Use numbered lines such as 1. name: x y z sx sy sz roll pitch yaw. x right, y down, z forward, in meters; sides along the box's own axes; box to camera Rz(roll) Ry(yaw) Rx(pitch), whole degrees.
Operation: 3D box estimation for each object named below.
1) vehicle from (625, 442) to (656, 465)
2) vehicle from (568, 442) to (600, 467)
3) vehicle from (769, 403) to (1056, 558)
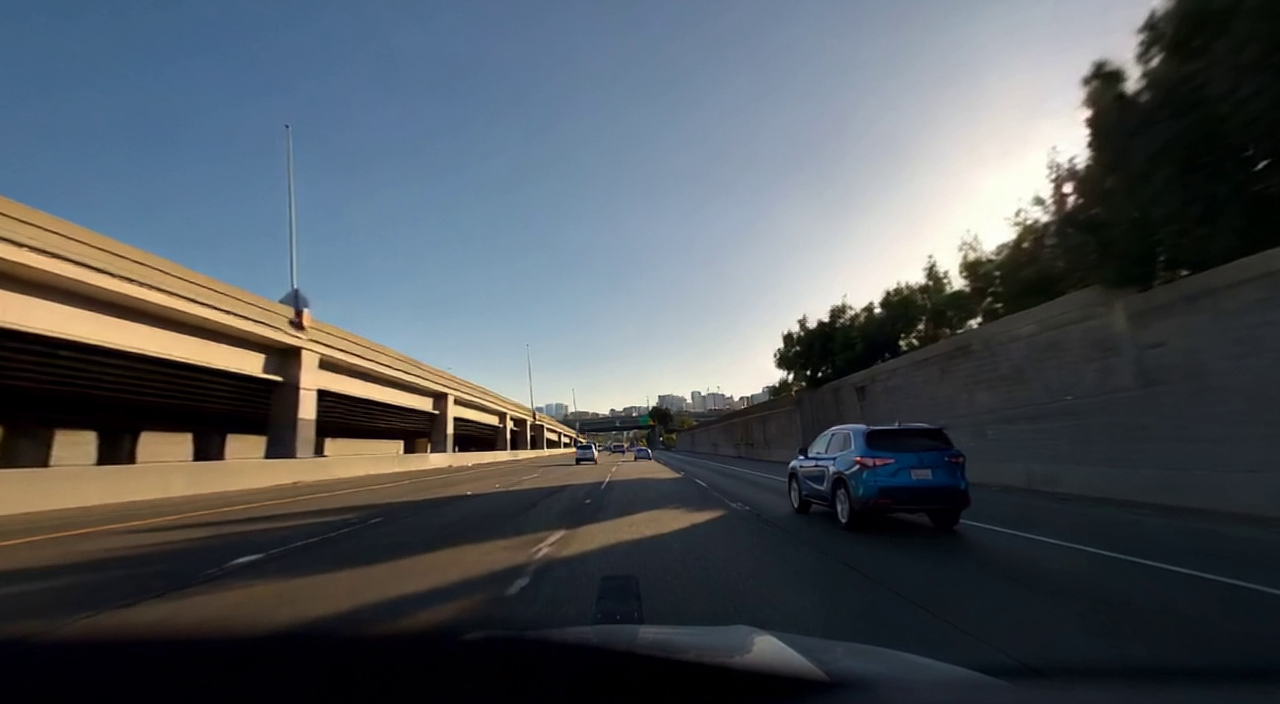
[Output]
1. vehicle: -0.011 7.607 47.399 2.132 1.657 3.967 0 -8 -2
2. vehicle: -3.948 7.320 45.370 2.000 1.646 4.201 0 -8 -1
3. vehicle: 3.777 1.890 10.050 2.288 1.841 4.779 0 -8 -2
